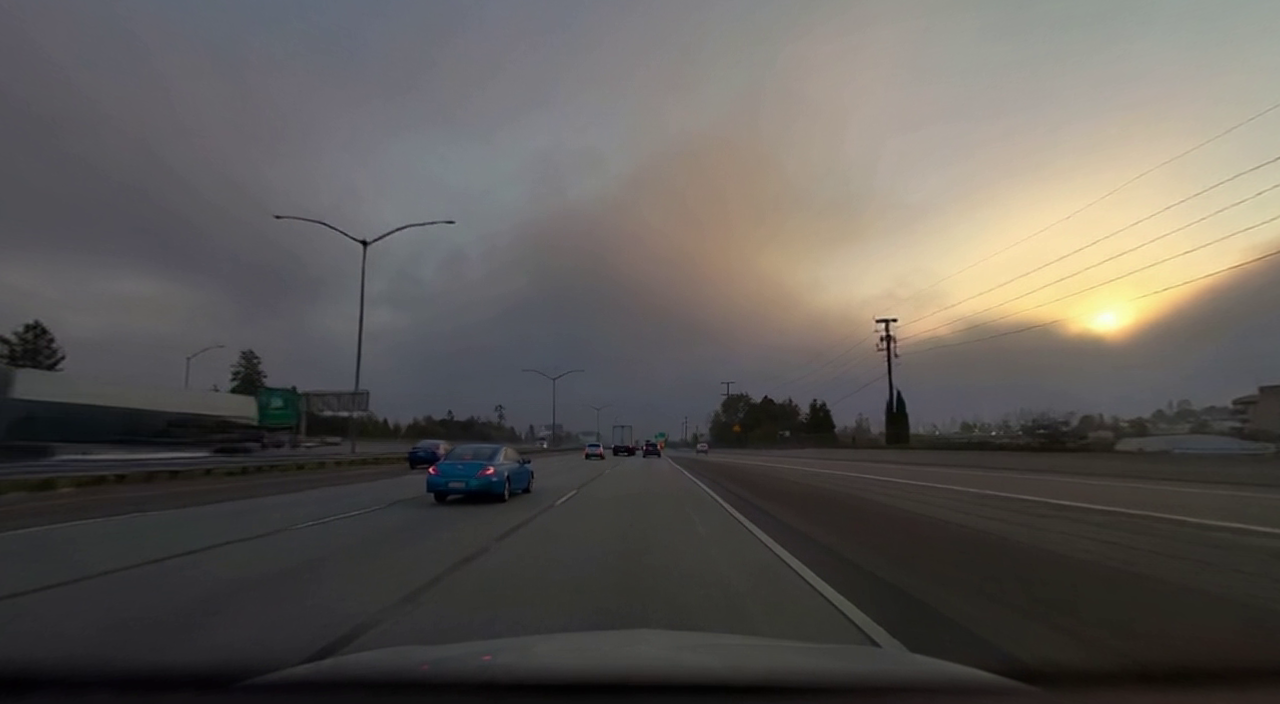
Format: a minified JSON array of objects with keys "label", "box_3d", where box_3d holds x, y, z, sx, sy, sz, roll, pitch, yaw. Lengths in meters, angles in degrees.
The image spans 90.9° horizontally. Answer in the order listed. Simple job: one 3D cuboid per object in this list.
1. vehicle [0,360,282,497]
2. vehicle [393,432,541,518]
[{"label":"vehicle","box_3d":[-17.936,2.742,21.505,2.945,3.489,14.127,0,-8,1]},{"label":"vehicle","box_3d":[-3.382,2.468,13.162,1.953,1.511,3.704,0,-8,2]}]
